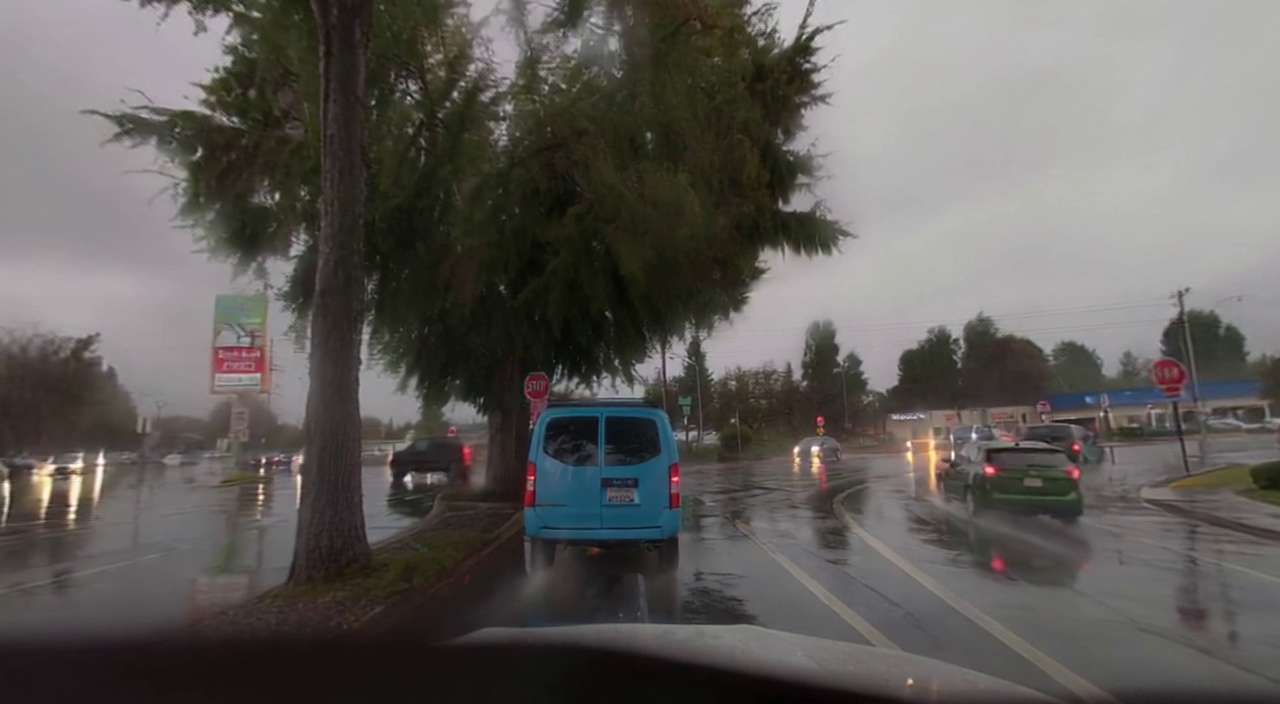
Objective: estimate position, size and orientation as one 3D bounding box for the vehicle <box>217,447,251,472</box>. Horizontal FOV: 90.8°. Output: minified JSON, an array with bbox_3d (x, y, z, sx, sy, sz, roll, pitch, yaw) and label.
[{"bbox_3d":[-29.941,7.889,46.631,1.913,1.682,4.120,5,-10,-31],"label":"vehicle"}]

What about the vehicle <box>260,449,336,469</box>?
[{"bbox_3d":[-26.185,8.195,48.523,4.670,1.472,1.851,1,-9,-8],"label":"vehicle"}]

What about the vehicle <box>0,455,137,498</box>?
[{"bbox_3d":[-21.445,4.536,23.383,2.038,1.392,4.362,0,-9,0],"label":"vehicle"}]

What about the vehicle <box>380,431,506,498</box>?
[{"bbox_3d":[-5.658,3.302,18.878,1.985,1.710,4.651,-1,-9,4],"label":"vehicle"}]

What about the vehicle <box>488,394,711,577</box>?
[{"bbox_3d":[-0.338,1.689,8.707,2.237,1.828,4.546,0,-9,2],"label":"vehicle"}]

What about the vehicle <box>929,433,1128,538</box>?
[{"bbox_3d":[6.869,2.342,11.851,2.079,1.504,4.828,-3,-9,19],"label":"vehicle"}]
